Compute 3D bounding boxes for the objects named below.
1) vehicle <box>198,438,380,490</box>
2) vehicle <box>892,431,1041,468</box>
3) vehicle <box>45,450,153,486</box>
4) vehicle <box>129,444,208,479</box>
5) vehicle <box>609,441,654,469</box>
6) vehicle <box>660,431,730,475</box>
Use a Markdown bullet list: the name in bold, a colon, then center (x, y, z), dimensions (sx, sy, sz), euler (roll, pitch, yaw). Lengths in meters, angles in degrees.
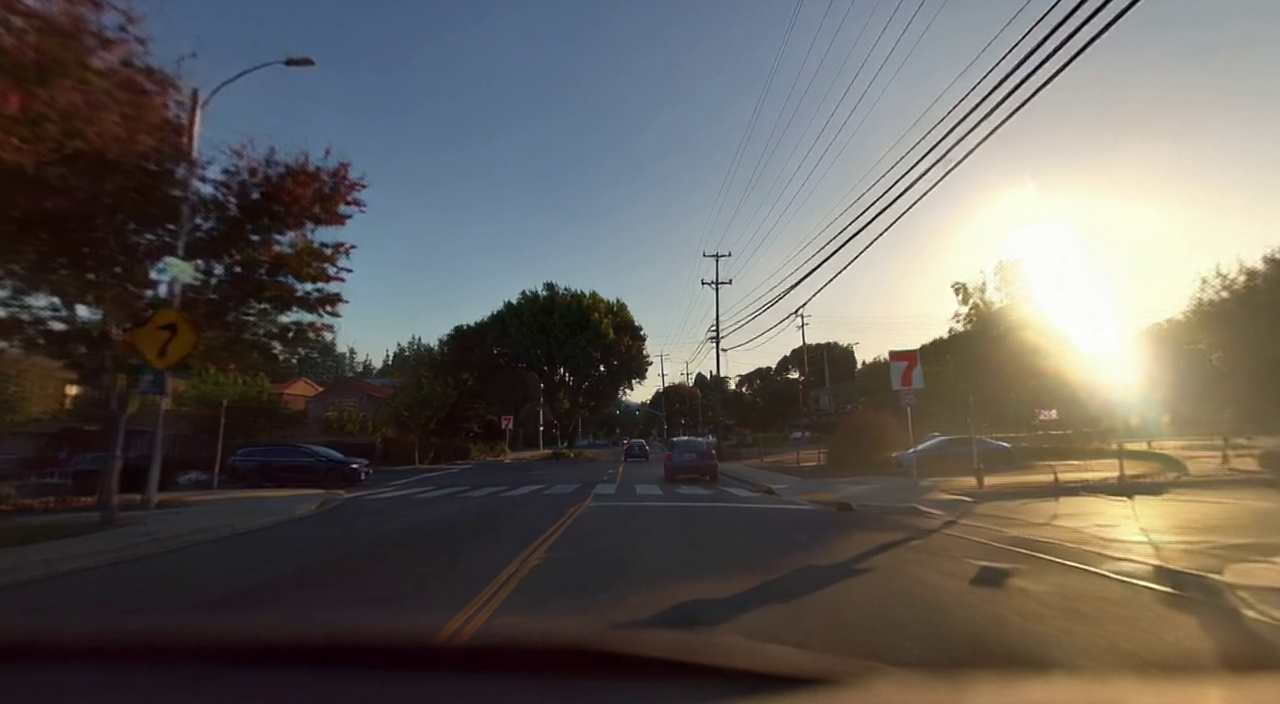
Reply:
- **vehicle**: center (-13.817, 4.428, 25.249), dimensions (5.866, 1.904, 2.197), euler (1, -8, -6)
- **vehicle**: center (13.035, 3.933, 25.468), dimensions (4.872, 1.400, 1.955), euler (-1, -8, 3)
- **vehicle**: center (-29.218, 6.249, 34.356), dimensions (2.085, 1.763, 4.658), euler (1, -8, -6)
- **vehicle**: center (-30.287, 7.002, 40.767), dimensions (2.087, 2.103, 4.490), euler (1, -8, -8)
- **vehicle**: center (-0.514, 5.566, 34.383), dimensions (1.874, 1.427, 3.976), euler (1, -9, -9)
- **vehicle**: center (2.499, 4.799, 30.293), dimensions (2.553, 1.868, 5.536), euler (0, -8, -3)
